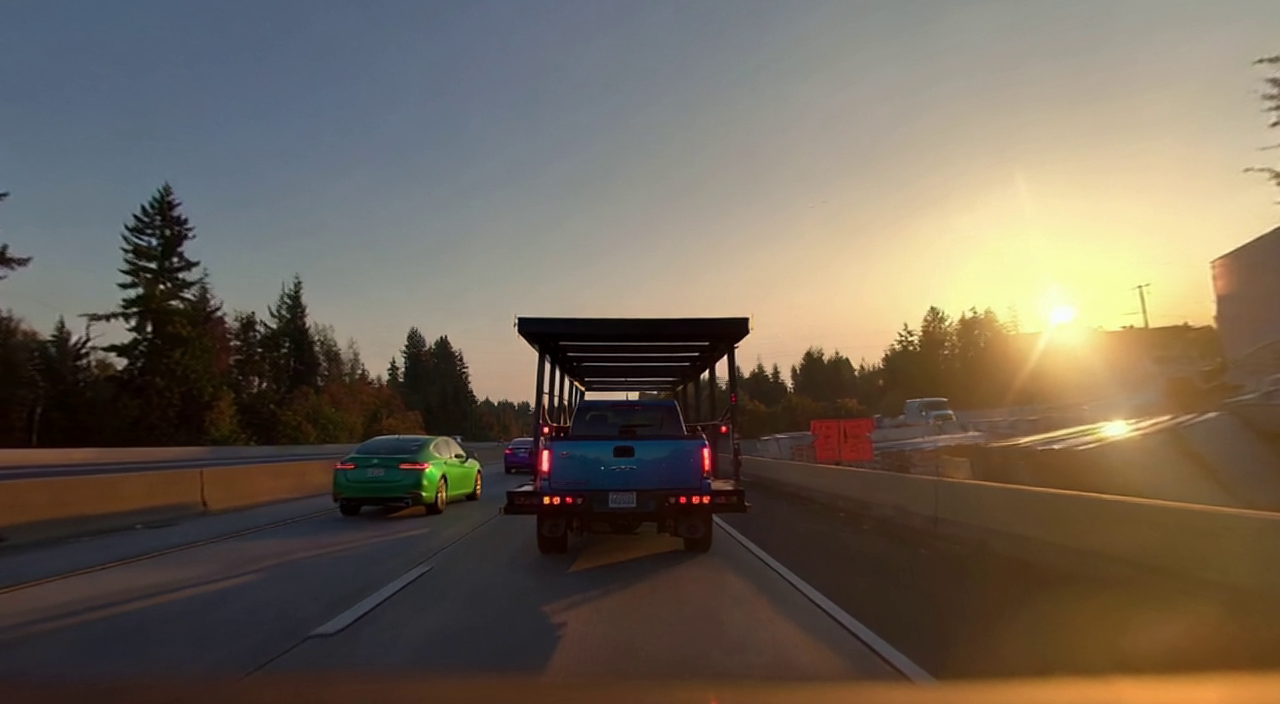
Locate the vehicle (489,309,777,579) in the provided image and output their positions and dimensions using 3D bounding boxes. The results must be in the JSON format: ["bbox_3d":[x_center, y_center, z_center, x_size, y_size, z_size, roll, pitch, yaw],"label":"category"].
[{"bbox_3d":[-0.266,1.643,11.363,2.735,2.597,10.435,0,-9,-2],"label":"vehicle"}]

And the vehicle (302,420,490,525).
[{"bbox_3d":[-4.465,2.280,12.506,2.057,1.665,4.572,0,-9,-2],"label":"vehicle"}]

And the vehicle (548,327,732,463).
[{"bbox_3d":[-0.114,0.850,9.821,2.156,1.604,4.680,0,-9,-3],"label":"vehicle"}]
